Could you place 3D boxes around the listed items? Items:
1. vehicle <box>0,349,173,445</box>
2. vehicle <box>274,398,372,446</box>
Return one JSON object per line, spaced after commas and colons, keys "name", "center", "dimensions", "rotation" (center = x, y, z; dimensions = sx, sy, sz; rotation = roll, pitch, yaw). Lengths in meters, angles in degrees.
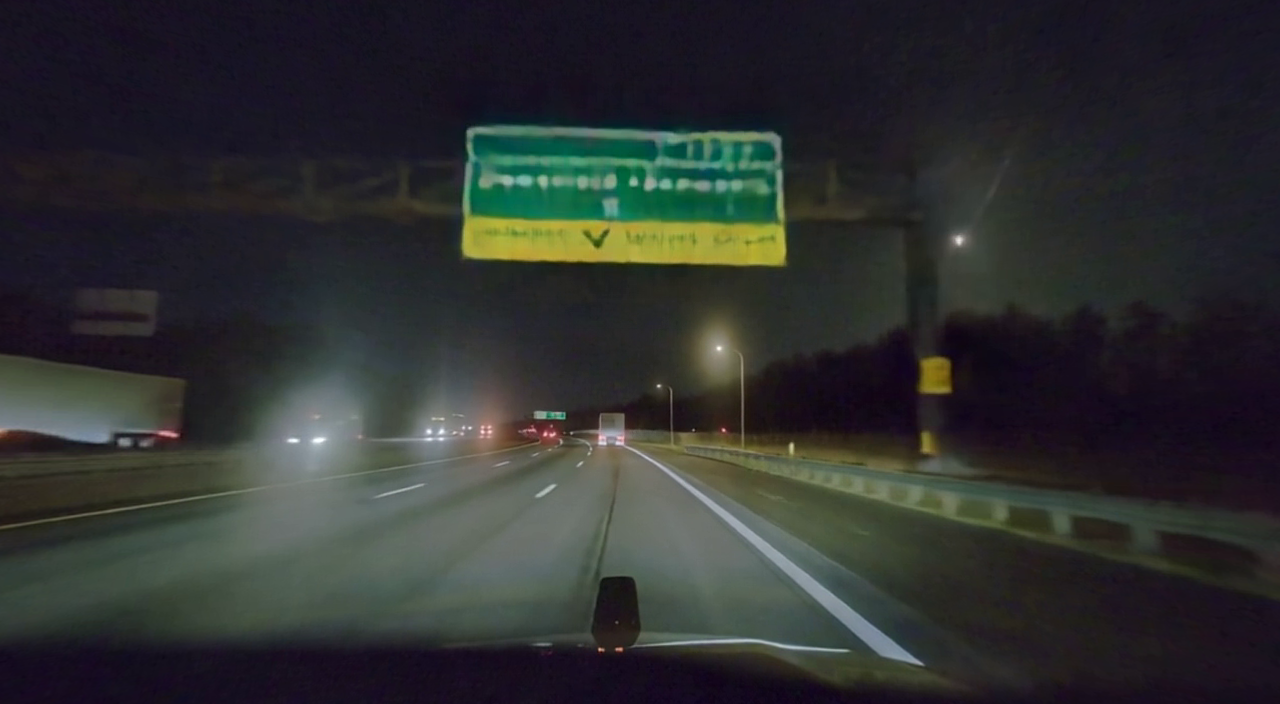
{"name": "vehicle", "center": [-24.981, 2.239, 27.627], "dimensions": [2.879, 3.613, 8.128], "rotation": [0, -8, -2]}
{"name": "vehicle", "center": [-17.330, 3.966, 34.974], "dimensions": [2.197, 2.403, 6.709], "rotation": [0, -8, -3]}
